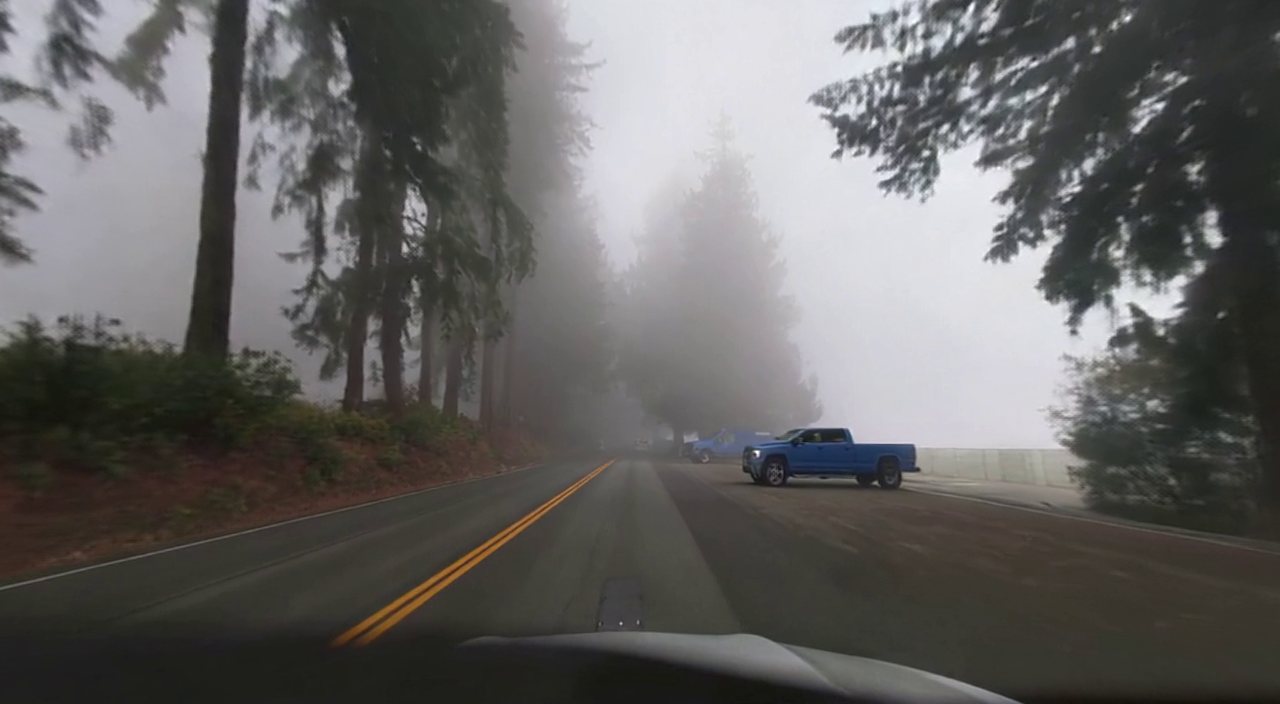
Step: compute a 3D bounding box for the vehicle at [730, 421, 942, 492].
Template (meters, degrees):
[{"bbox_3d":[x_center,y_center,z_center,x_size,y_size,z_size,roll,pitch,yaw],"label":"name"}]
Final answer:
[{"bbox_3d":[5.953,3.264,19.905,5.797,2.070,2.502,0,-8,-1],"label":"vehicle"}]
